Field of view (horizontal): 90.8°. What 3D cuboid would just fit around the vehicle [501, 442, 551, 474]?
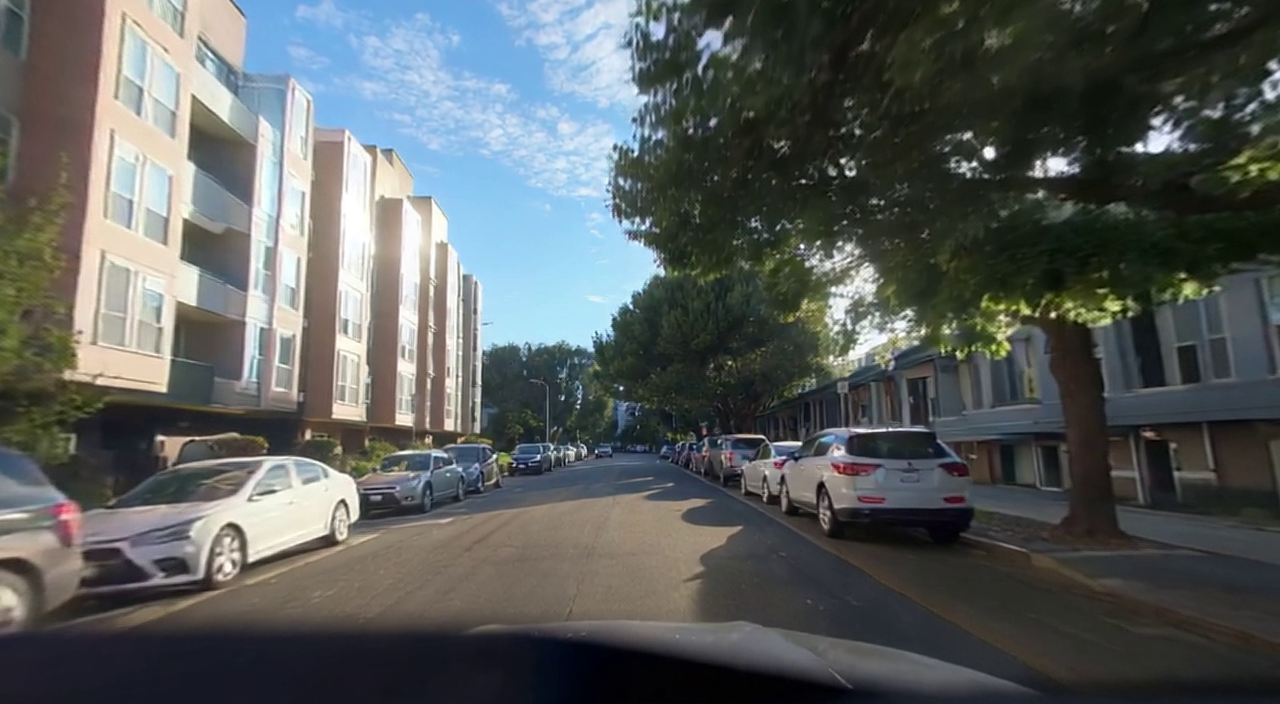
[{"bbox_3d":[-5.668,5.318,31.982,1.647,1.481,4.433,0,-8,1],"label":"vehicle"}]

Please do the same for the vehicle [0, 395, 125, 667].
[{"bbox_3d":[-4.993,0.935,2.616,1.922,1.728,4.628,0,-8,-2],"label":"vehicle"}]

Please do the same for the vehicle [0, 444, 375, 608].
[{"bbox_3d":[-5.115,1.872,7.908,1.649,1.408,4.665,0,-8,-1],"label":"vehicle"}]

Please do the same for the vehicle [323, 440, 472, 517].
[{"bbox_3d":[-5.353,2.811,14.660,1.711,1.500,4.510,0,-8,-1],"label":"vehicle"}]

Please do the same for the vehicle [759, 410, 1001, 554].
[{"bbox_3d":[3.492,2.007,10.518,1.912,1.781,5.159,0,-8,-1],"label":"vehicle"}]
